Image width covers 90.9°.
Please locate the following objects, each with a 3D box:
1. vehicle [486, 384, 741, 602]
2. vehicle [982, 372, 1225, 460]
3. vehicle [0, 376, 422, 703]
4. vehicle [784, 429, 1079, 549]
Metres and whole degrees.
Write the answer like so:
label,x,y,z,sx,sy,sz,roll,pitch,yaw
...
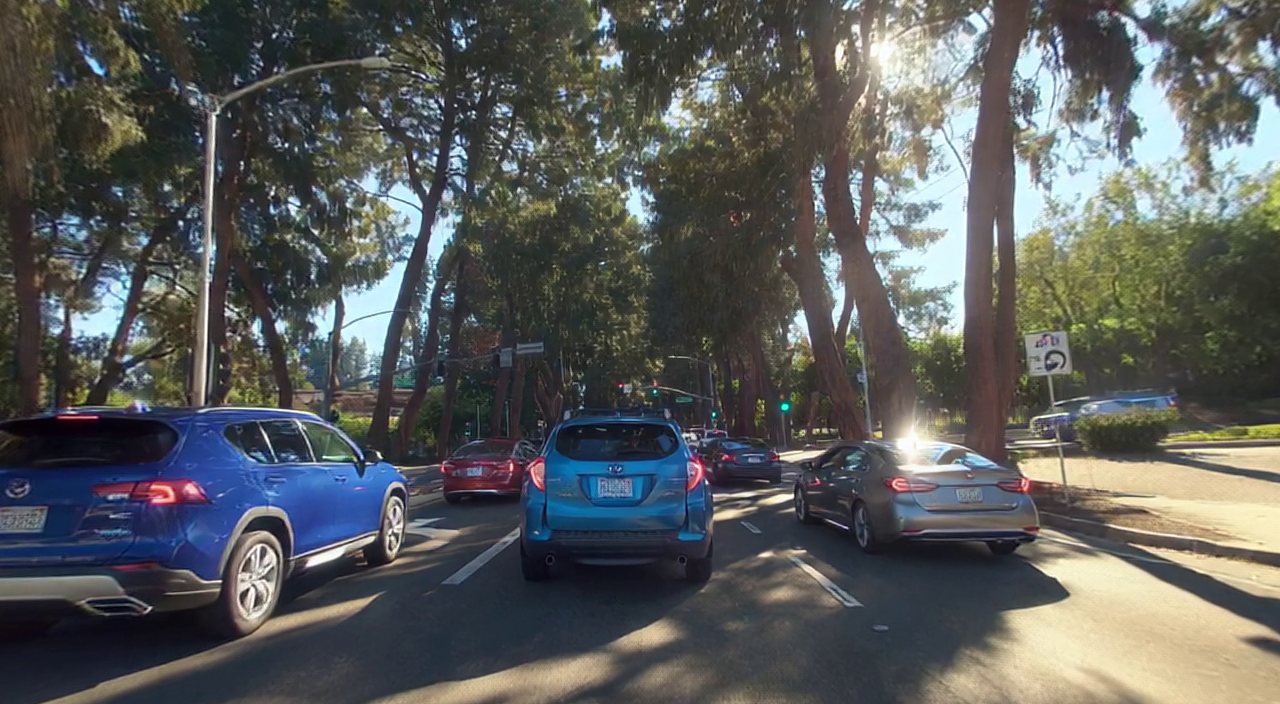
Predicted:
label,x,y,z,sx,sy,sz,roll,pitch,yaw
vehicle,-0.219,1.511,7.613,2.132,1.816,4.471,0,-8,0
vehicle,17.886,2.540,24.688,7.314,3.230,2.680,0,-8,-2
vehicle,-3.709,1.293,5.459,2.039,1.709,4.265,0,-8,1
vehicle,4.311,2.085,10.424,2.036,1.480,4.659,1,-9,-10
